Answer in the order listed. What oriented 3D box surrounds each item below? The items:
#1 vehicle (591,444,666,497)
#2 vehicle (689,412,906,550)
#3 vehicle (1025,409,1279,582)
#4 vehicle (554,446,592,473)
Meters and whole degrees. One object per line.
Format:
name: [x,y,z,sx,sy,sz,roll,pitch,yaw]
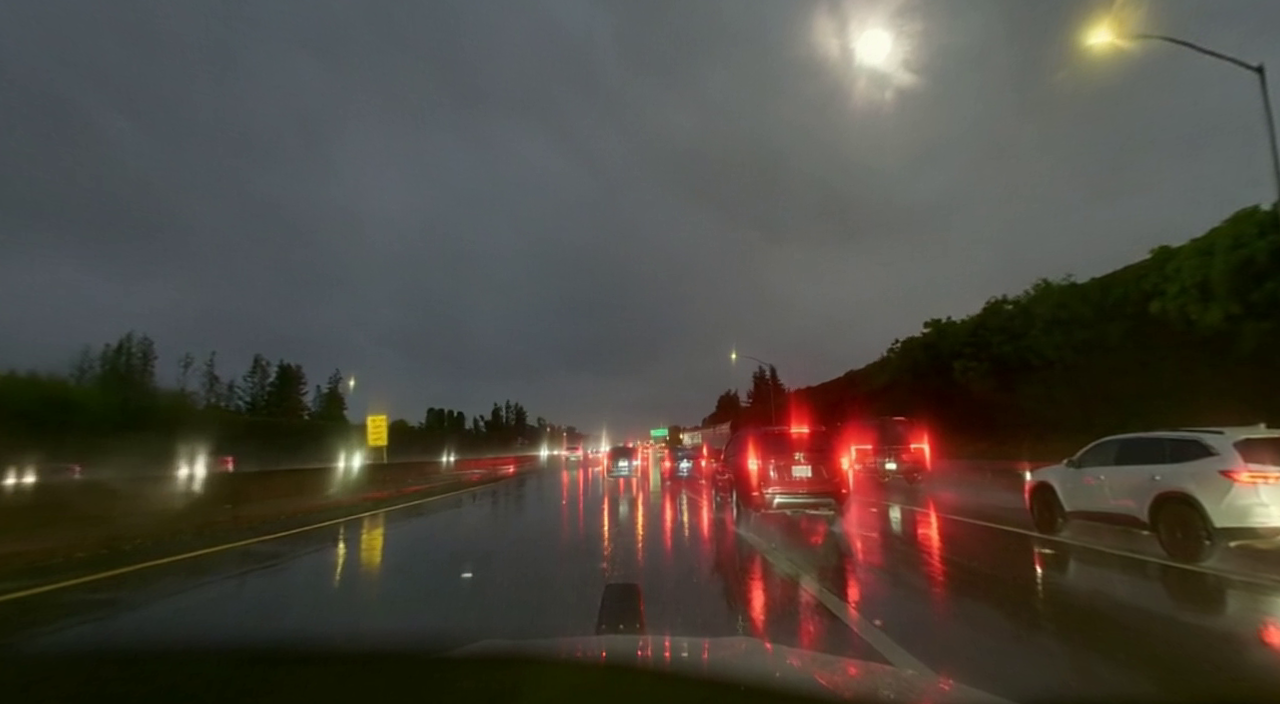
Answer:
vehicle: [-0.303,3.733,20.237,2.157,1.495,4.038,0,-9,1]
vehicle: [2.181,1.954,10.115,2.230,1.740,3.976,1,-9,-3]
vehicle: [7.134,1.638,7.716,1.972,1.647,4.429,0,-9,0]
vehicle: [-4.166,6.743,39.773,1.889,1.600,4.043,0,-9,1]
